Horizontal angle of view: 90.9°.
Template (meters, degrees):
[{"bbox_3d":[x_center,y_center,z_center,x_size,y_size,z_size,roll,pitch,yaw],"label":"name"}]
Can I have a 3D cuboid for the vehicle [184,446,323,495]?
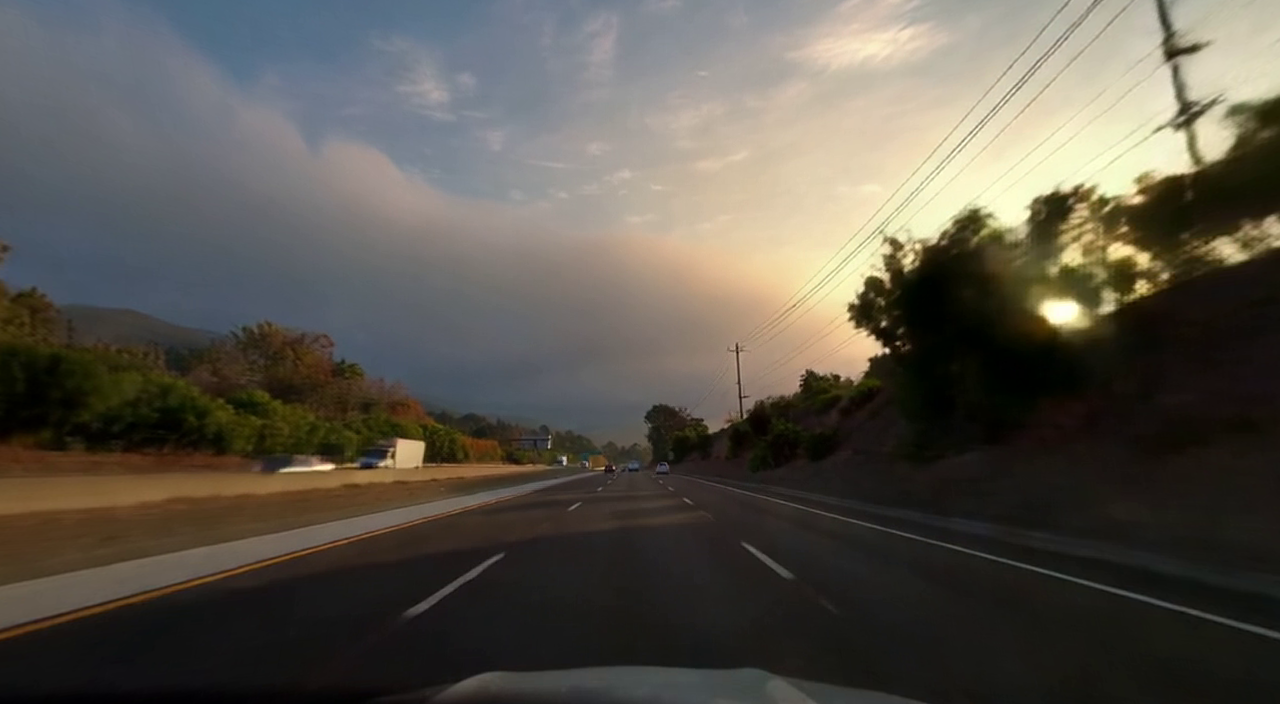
[{"bbox_3d":[-12.944,4.042,21.510,1.888,1.464,4.492,0,-10,0],"label":"vehicle"}]

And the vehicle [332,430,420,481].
[{"bbox_3d":[-17.194,6.858,41.644,2.713,3.016,6.960,2,-10,-1],"label":"vehicle"}]
